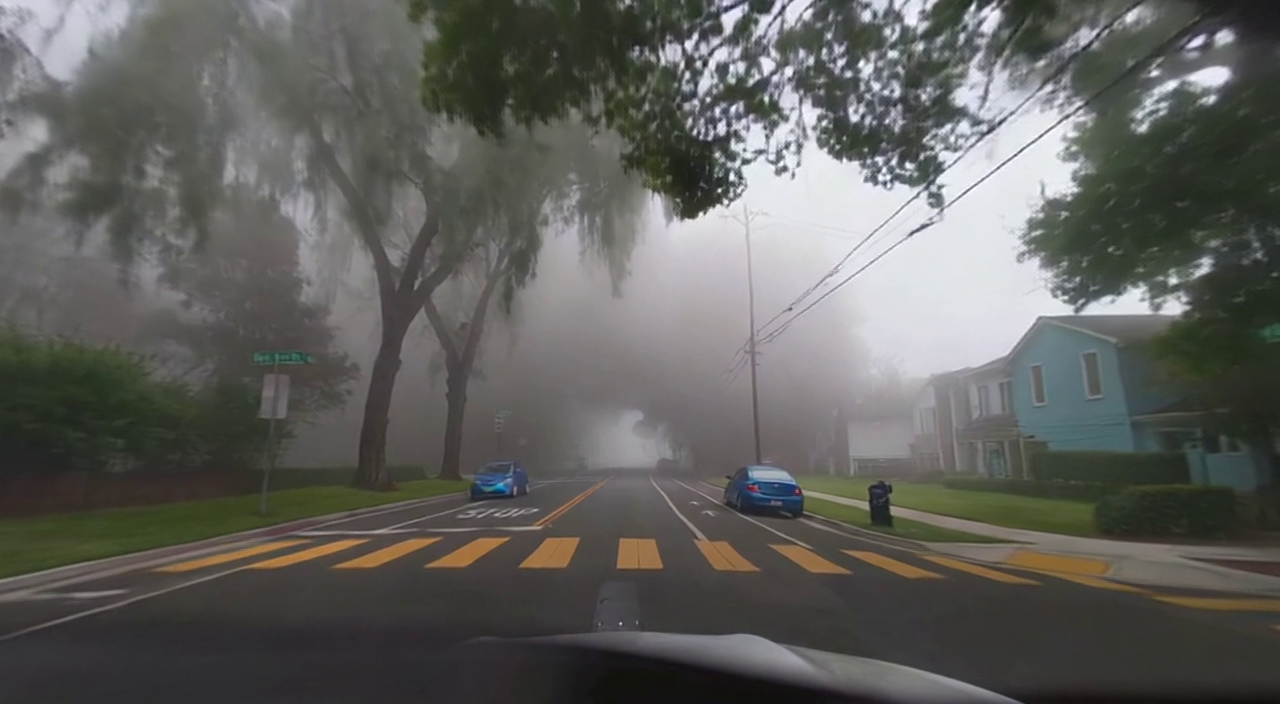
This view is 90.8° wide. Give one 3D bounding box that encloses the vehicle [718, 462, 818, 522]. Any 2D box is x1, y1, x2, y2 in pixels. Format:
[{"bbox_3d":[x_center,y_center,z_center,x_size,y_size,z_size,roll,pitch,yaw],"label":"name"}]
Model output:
[{"bbox_3d":[3.720,4.145,19.227,1.961,1.472,4.434,0,-9,-2],"label":"vehicle"}]
